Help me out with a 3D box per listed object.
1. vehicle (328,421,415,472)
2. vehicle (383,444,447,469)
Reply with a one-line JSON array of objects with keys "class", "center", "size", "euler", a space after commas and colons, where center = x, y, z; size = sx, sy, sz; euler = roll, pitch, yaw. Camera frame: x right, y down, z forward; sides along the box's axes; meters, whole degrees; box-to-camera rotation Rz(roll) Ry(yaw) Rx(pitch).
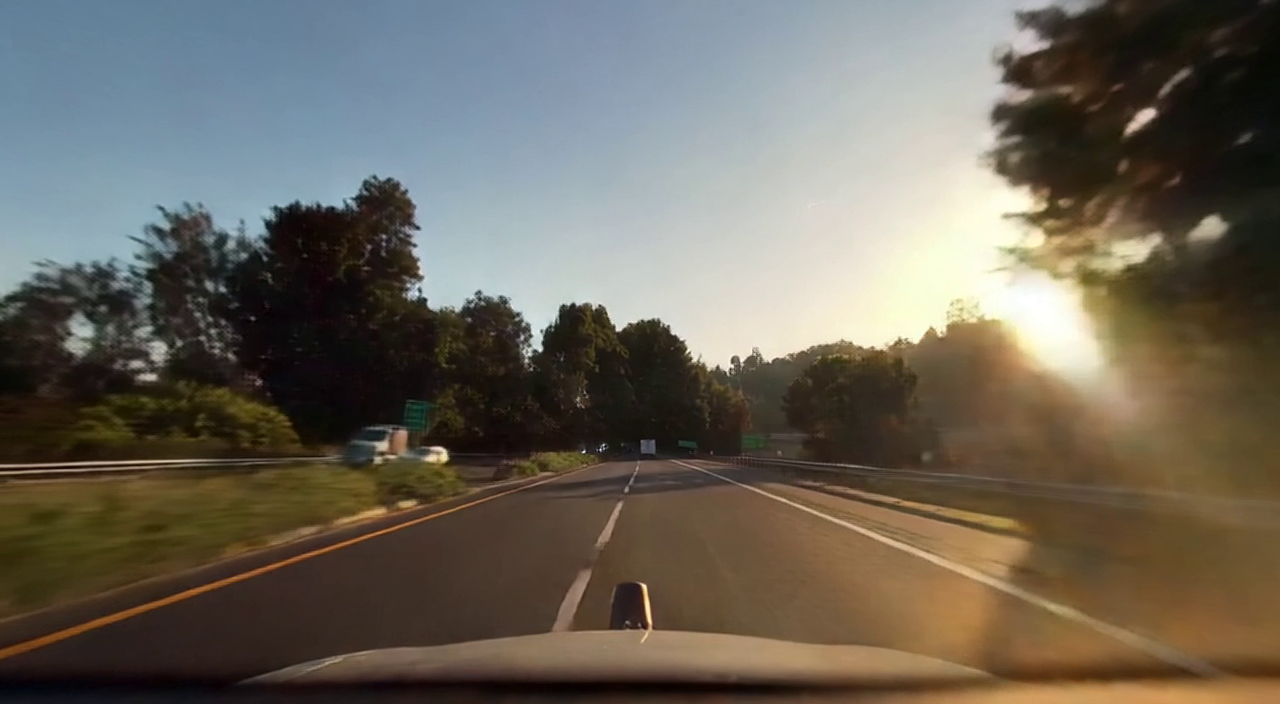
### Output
[{"class": "vehicle", "center": [-15.068, 5.376, 35.813], "size": [2.205, 2.628, 5.912], "euler": [0, -9, 1]}, {"class": "vehicle", "center": [-15.000, 6.974, 42.372], "size": [2.412, 1.559, 4.857], "euler": [0, -9, 1]}]
